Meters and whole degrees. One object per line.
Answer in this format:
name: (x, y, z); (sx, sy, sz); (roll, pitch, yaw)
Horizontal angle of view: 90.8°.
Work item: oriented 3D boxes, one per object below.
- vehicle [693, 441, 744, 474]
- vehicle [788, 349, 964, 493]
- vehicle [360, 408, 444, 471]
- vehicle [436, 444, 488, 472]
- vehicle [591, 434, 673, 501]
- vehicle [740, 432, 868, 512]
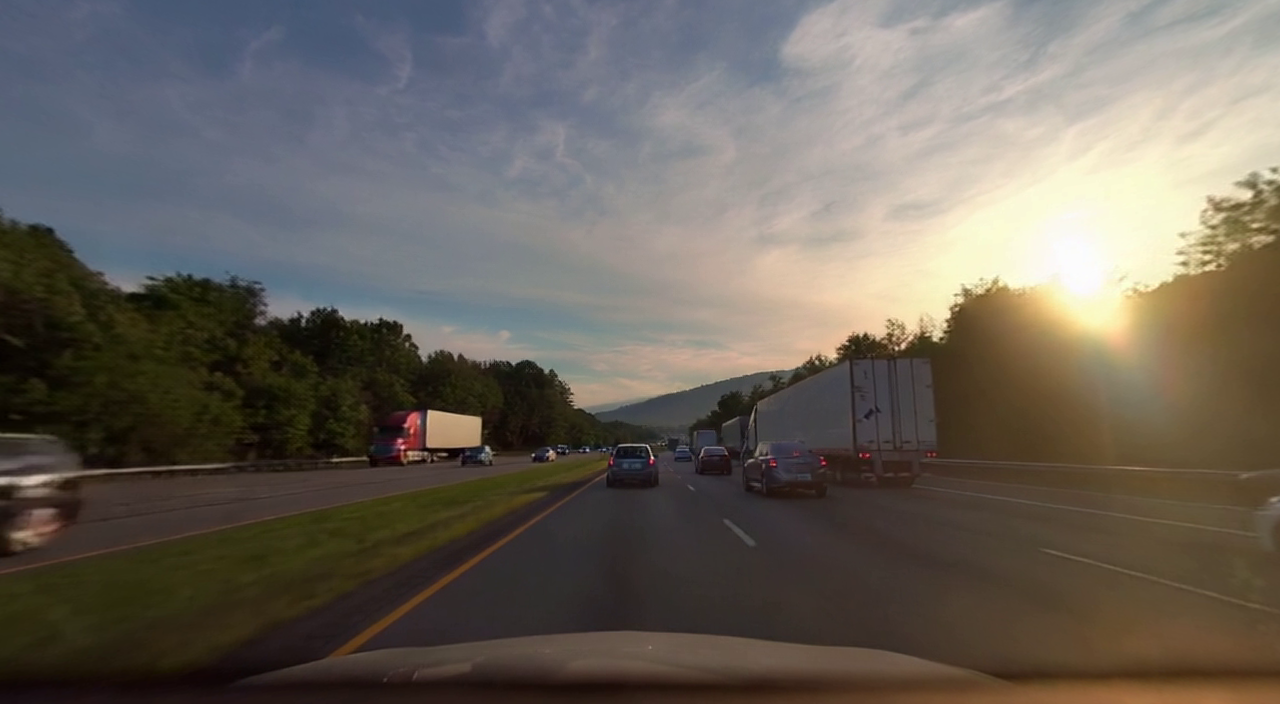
vehicle: (4.135, 5.609, 33.824); (2.150, 1.632, 4.260); (0, -9, 0)
vehicle: (7.628, 2.573, 22.069); (2.823, 4.063, 8.485); (0, -9, 1)
vehicle: (-15.644, 5.866, 42.019); (2.934, 3.853, 6.135); (-1, -9, 2)
vehicle: (-11.601, 6.925, 41.442); (2.044, 1.706, 4.619); (0, -9, 1)
vehicle: (-0.168, 3.134, 17.416); (2.023, 1.618, 3.628); (0, -9, 1)
vehicle: (3.635, 2.737, 14.792); (1.920, 1.594, 3.867); (0, -9, 0)
